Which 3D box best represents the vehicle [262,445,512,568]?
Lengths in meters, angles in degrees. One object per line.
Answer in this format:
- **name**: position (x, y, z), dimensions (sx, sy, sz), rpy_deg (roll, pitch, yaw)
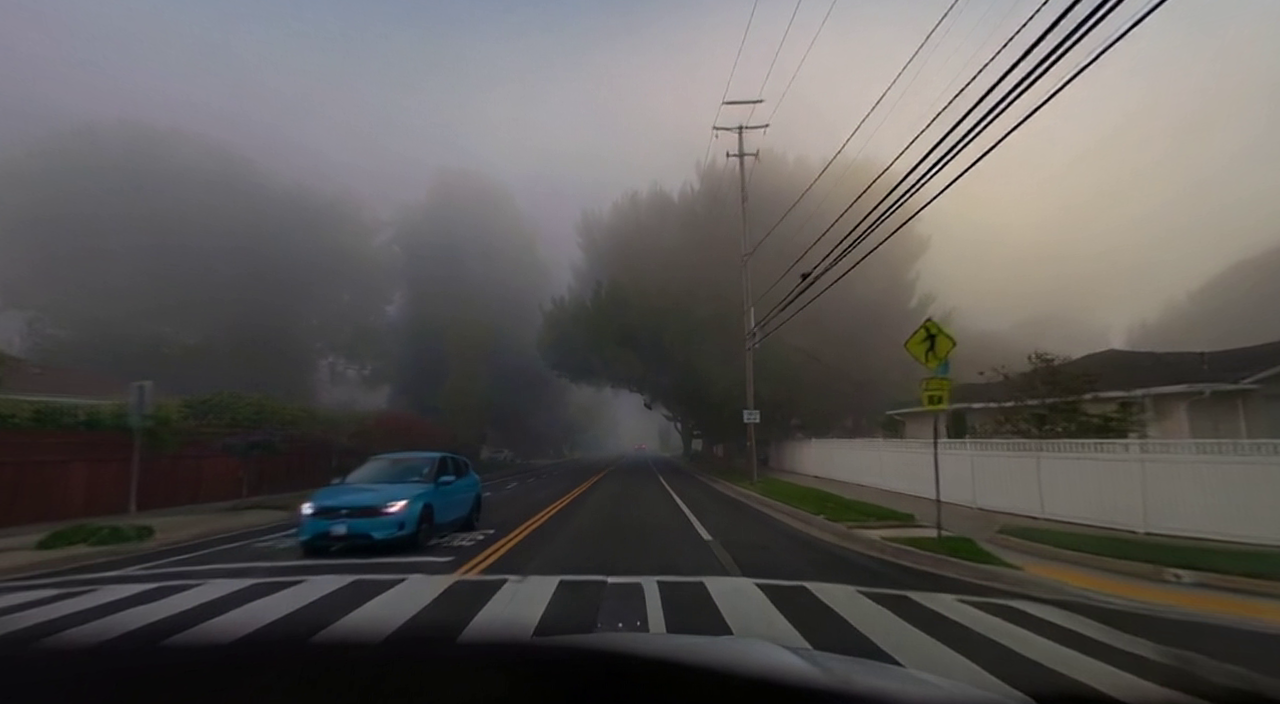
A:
- **vehicle**: position (-3.466, 2.163, 9.680), dimensions (2.102, 1.463, 4.024), rpy_deg (0, -8, 1)
